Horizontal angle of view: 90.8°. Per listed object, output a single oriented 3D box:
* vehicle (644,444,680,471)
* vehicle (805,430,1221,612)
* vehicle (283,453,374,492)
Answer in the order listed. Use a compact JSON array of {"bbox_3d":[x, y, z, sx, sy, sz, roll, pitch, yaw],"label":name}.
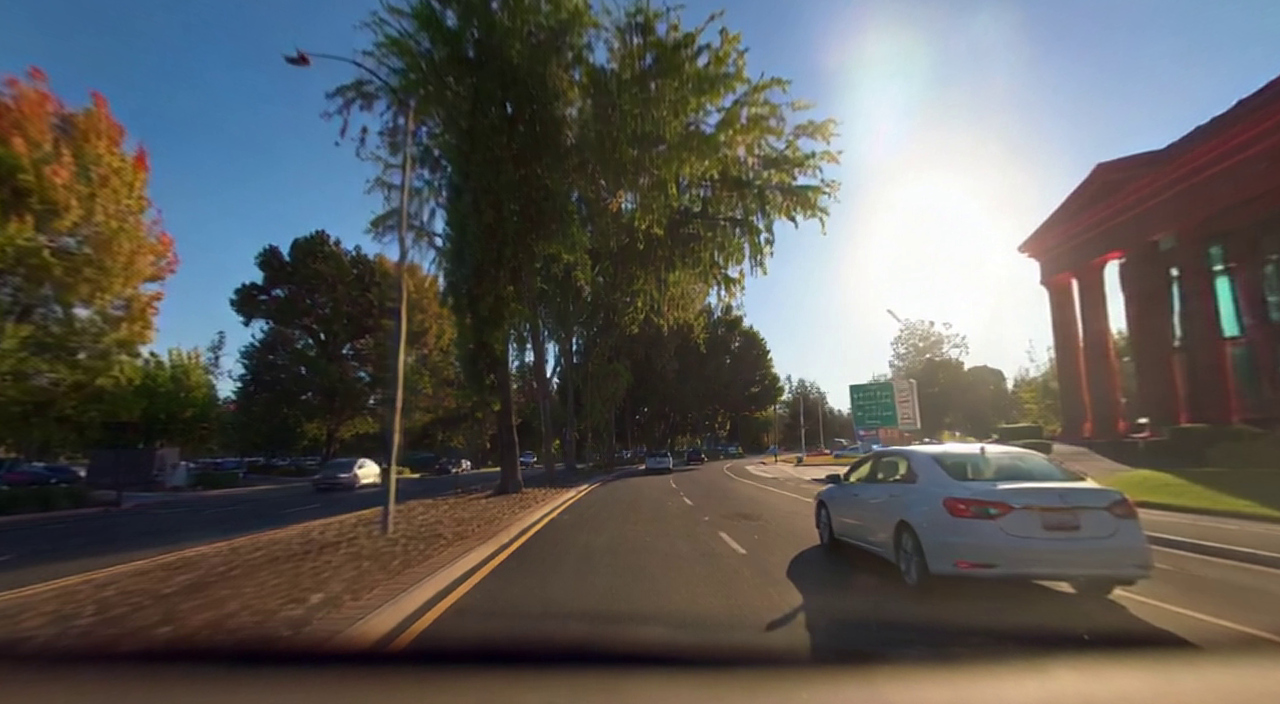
[{"bbox_3d":[1.542,7.091,42.610,2.123,1.703,4.292,-1,-9,6],"label":"vehicle"},{"bbox_3d":[3.756,1.791,7.753,2.132,1.497,4.827,0,-9,0],"label":"vehicle"},{"bbox_3d":[-14.452,5.600,29.640,1.910,1.667,4.290,-1,-9,2],"label":"vehicle"}]
